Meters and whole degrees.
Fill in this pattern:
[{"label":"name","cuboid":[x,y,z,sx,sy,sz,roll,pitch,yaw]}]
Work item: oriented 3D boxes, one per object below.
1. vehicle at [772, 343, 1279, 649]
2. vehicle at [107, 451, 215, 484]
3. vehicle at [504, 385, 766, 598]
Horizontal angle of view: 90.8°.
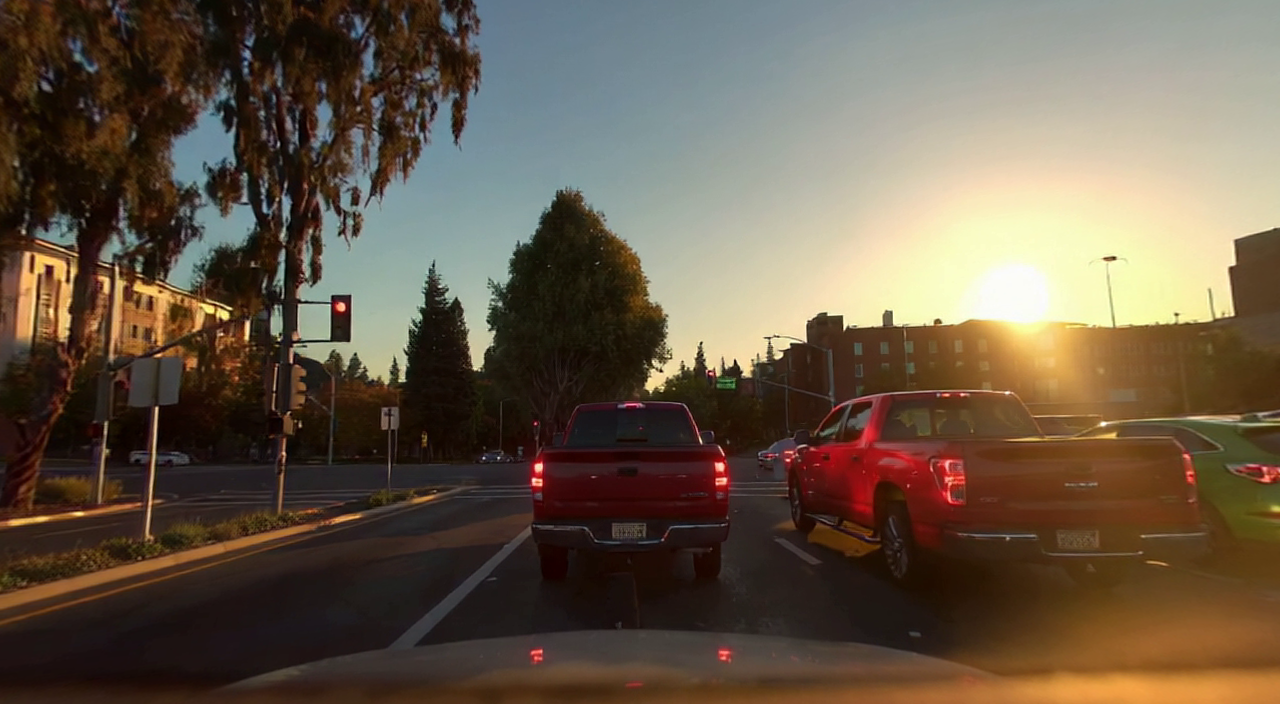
[{"label":"vehicle","cuboid":[3.319,1.326,6.940,2.412,1.953,5.682,0,-9,-1]},{"label":"vehicle","cuboid":[-26.374,6.331,35.013,4.437,1.669,1.936,5,-10,-30]},{"label":"vehicle","cuboid":[-0.067,1.572,8.010,2.240,1.821,5.001,0,-9,-1]}]
